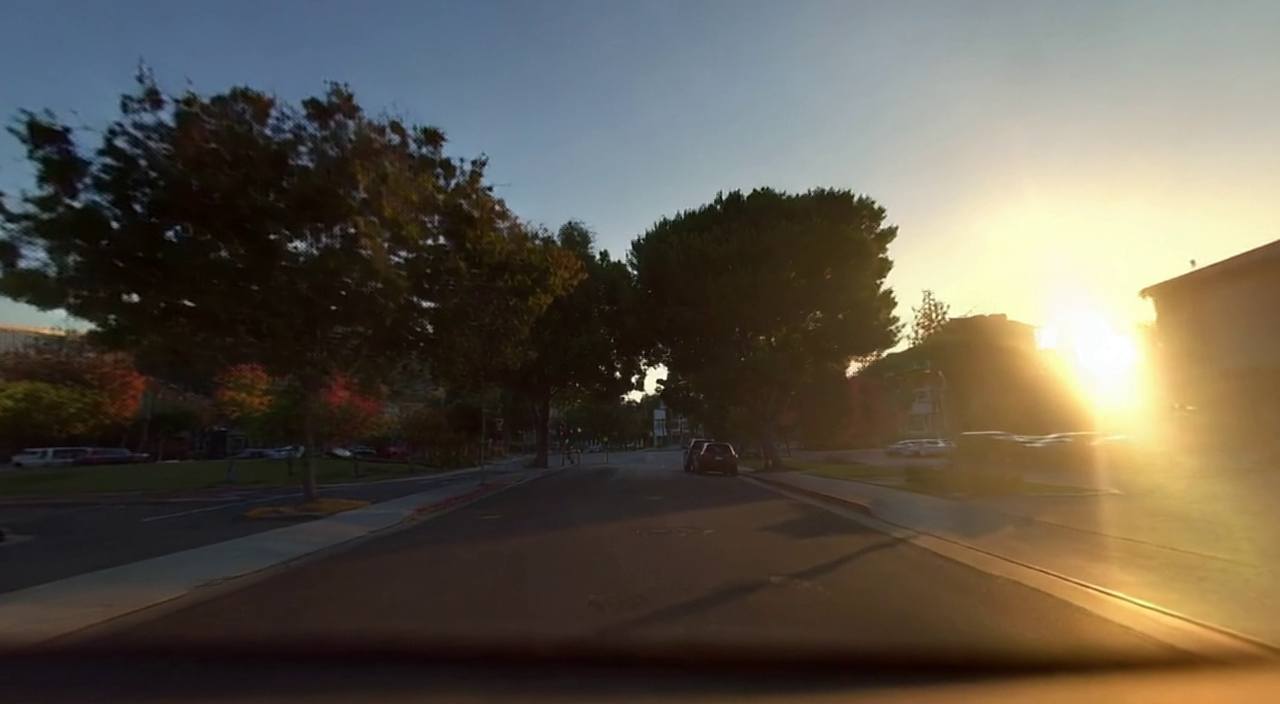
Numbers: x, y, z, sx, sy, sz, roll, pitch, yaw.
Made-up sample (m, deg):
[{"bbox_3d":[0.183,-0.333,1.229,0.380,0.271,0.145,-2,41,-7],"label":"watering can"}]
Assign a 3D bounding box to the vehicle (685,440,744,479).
[{"bbox_3d":[3.127,4.619,27.419,2.064,1.532,4.596,0,-8,1],"label":"vehicle"}]
